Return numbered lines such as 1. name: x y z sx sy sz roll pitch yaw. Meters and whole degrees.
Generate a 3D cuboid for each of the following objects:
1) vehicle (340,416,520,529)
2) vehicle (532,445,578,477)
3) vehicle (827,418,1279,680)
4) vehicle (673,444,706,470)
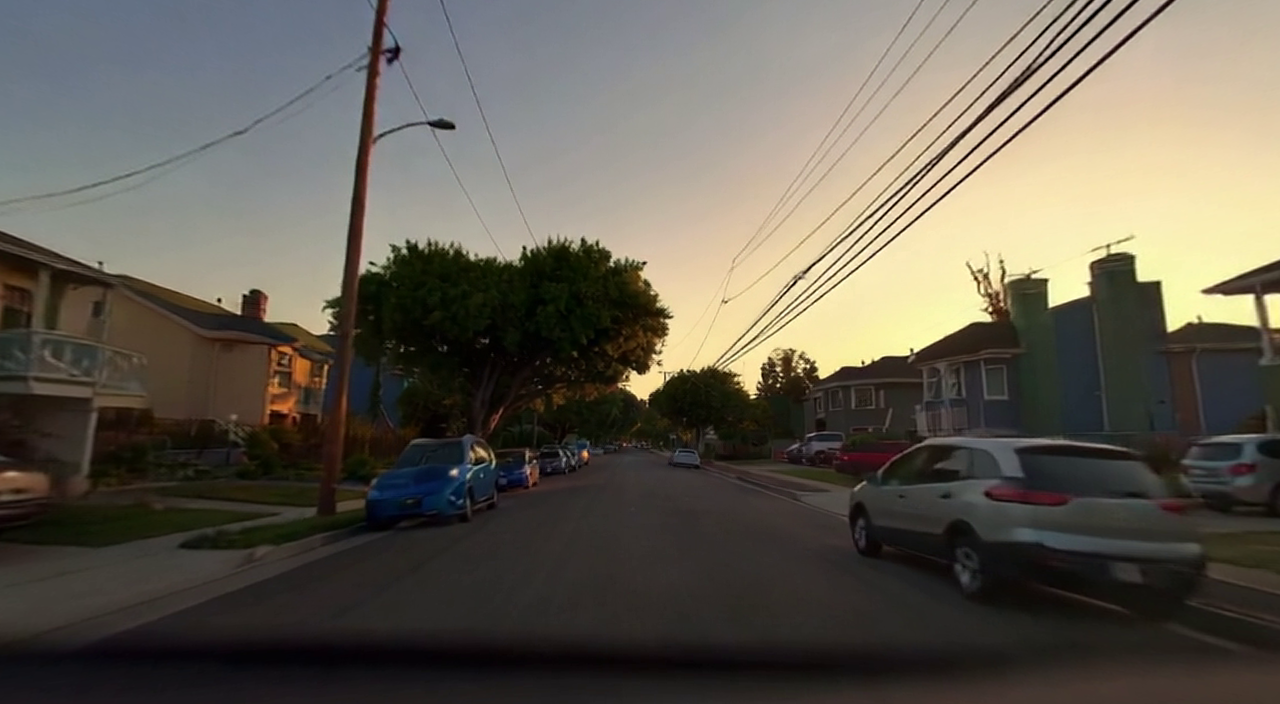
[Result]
1. vehicle: -4.024 2.410 13.234 2.057 1.887 5.053 0 -9 -1
2. vehicle: -4.233 5.490 32.058 1.745 1.490 4.304 0 -9 0
3. vehicle: 3.535 1.505 6.044 2.019 1.536 4.405 0 -9 -2
4. vehicle: 3.235 6.960 42.115 1.916 1.587 3.986 0 -9 0
